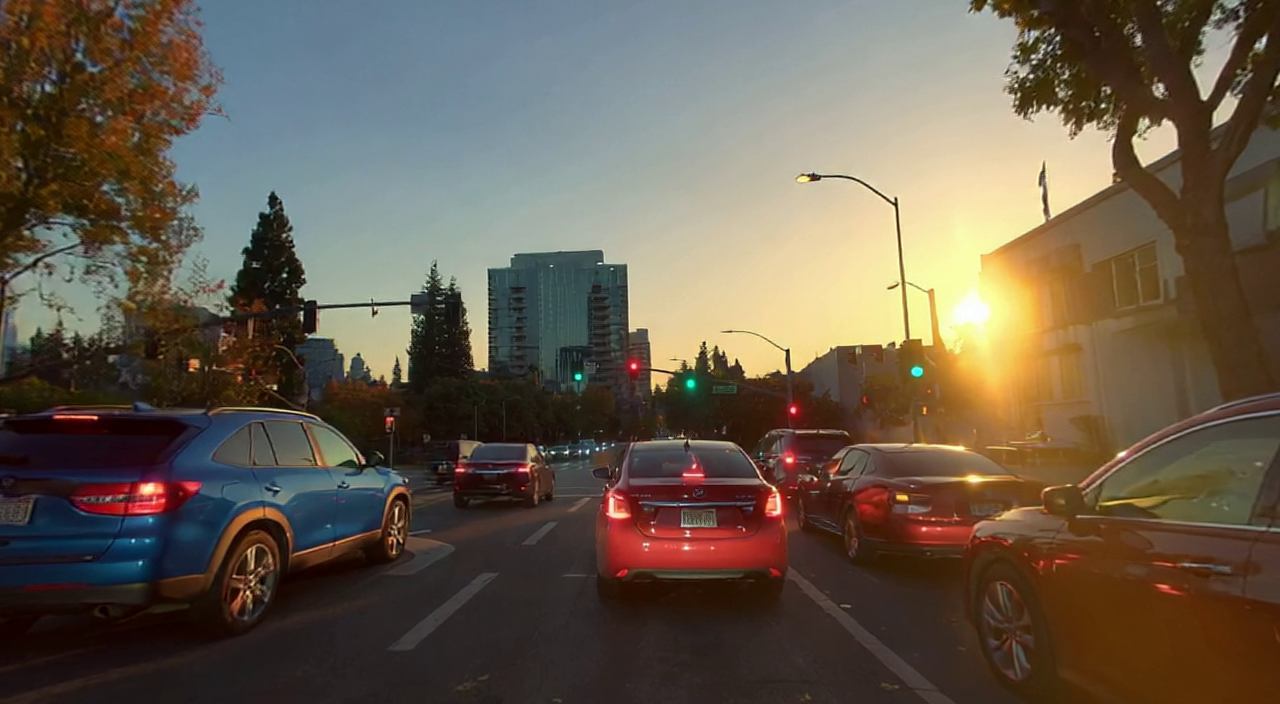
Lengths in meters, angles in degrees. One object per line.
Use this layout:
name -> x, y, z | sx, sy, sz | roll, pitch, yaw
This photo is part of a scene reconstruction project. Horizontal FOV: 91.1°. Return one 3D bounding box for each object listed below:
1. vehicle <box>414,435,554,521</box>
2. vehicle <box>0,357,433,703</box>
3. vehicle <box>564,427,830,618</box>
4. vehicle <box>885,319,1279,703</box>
vehicle -> -3.073, 2.565, 13.325 | 1.868, 1.516, 4.114 | 0, -8, 0
vehicle -> -3.465, 1.218, 5.280 | 1.889, 1.767, 4.289 | 0, -8, 1
vehicle -> 0.440, 1.614, 6.883 | 2.051, 1.460, 3.932 | 0, -8, 0
vehicle -> 3.042, 0.922, 3.052 | 1.880, 1.747, 4.500 | 0, -8, 0
